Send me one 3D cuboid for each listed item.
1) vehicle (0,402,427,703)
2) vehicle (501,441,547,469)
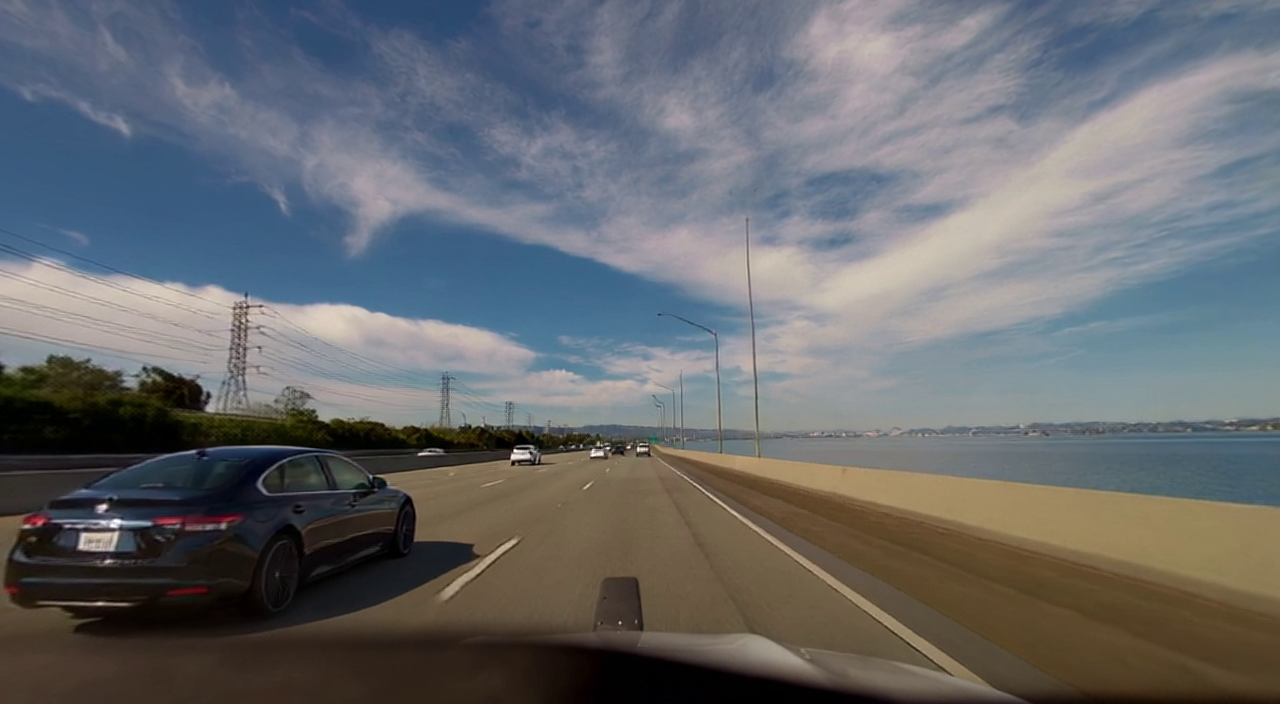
[{"bbox_3d":[-3.513,1.316,5.048,2.015,1.501,4.454,0,-9,1],"label":"vehicle"},{"bbox_3d":[-7.382,6.590,40.551,2.050,1.717,4.418,0,-9,1],"label":"vehicle"}]
